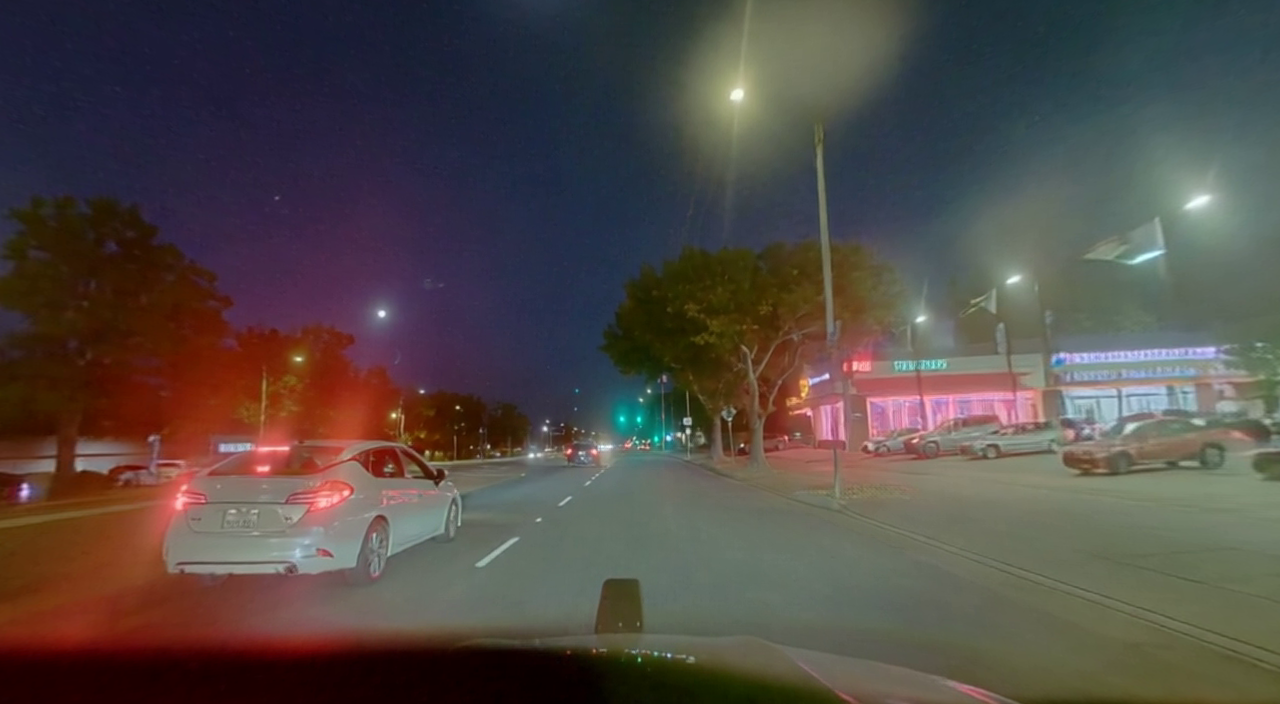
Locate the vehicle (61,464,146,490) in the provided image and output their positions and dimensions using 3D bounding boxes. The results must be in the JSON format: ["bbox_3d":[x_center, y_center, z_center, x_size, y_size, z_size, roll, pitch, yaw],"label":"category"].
[{"bbox_3d":[-36.342,8.452,42.954,1.965,1.470,4.482,0,-9,-3],"label":"vehicle"}]

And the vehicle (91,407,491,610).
[{"bbox_3d":[-3.433,1.643,7.563,2.126,1.655,4.560,0,-9,1],"label":"vehicle"}]

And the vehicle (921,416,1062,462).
[{"bbox_3d":[13.299,3.321,24.099,4.165,1.650,1.946,0,-9,-3],"label":"vehicle"}]

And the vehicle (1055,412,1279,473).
[{"bbox_3d":[13.422,2.299,16.023,4.470,1.427,1.872,0,-9,-2],"label":"vehicle"}]

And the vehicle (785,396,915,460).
[{"bbox_3d":[12.219,4.501,37.184,6.427,3.417,2.845,-2,-8,-2],"label":"vehicle"}]

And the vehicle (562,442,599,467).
[{"bbox_3d":[-3.650,6.363,39.457,1.955,1.461,4.396,0,-9,-1],"label":"vehicle"}]

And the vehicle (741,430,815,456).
[{"bbox_3d":[10.476,6.933,48.137,5.130,1.902,2.056,0,-9,-1],"label":"vehicle"}]
